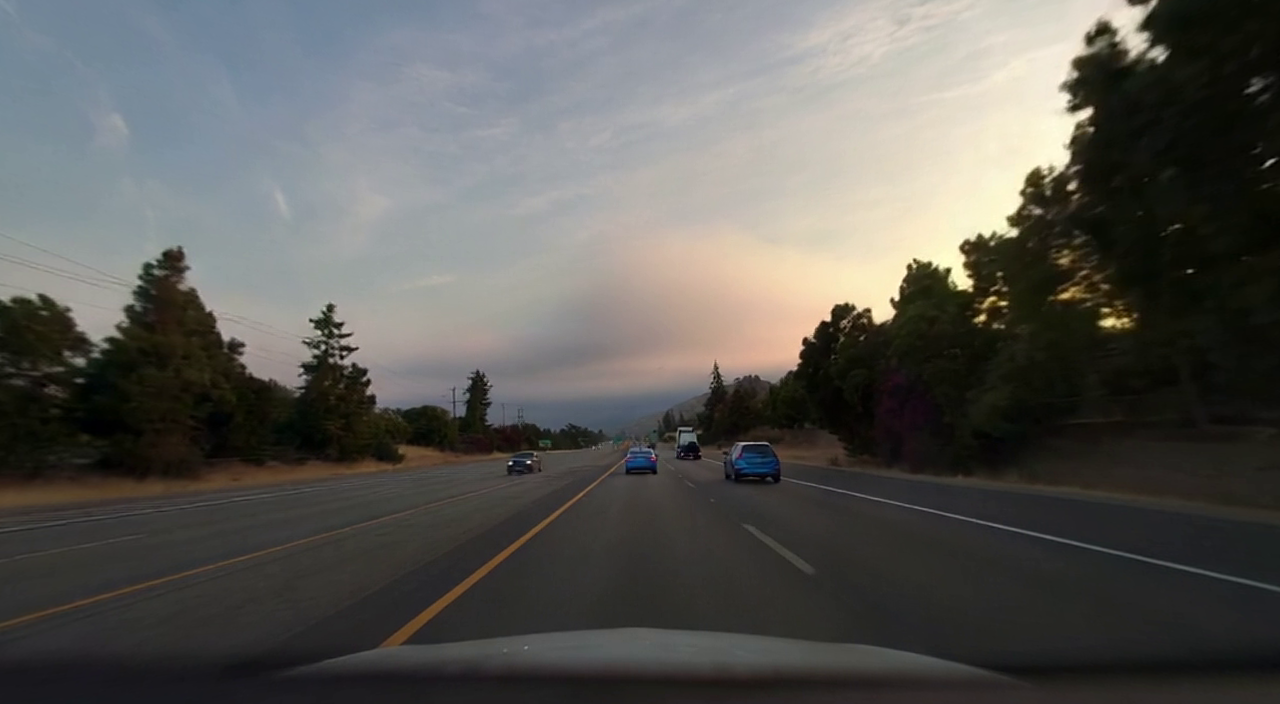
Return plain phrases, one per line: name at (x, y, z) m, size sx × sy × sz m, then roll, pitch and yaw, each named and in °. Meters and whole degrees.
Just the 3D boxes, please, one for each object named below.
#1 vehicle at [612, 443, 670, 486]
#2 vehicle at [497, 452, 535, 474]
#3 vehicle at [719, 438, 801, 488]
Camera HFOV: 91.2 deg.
vehicle at (0.026, 4.323, 24.435) m, size 2.066 × 1.490 × 3.759 m, roll -1°, pitch -9°, yaw 0°
vehicle at (-9.338, 8.364, 47.430) m, size 1.912 × 1.503 × 4.270 m, roll -1°, pitch -9°, yaw 1°
vehicle at (4.032, 3.794, 21.780) m, size 1.953 × 1.540 × 4.101 m, roll -1°, pitch -9°, yaw -1°
